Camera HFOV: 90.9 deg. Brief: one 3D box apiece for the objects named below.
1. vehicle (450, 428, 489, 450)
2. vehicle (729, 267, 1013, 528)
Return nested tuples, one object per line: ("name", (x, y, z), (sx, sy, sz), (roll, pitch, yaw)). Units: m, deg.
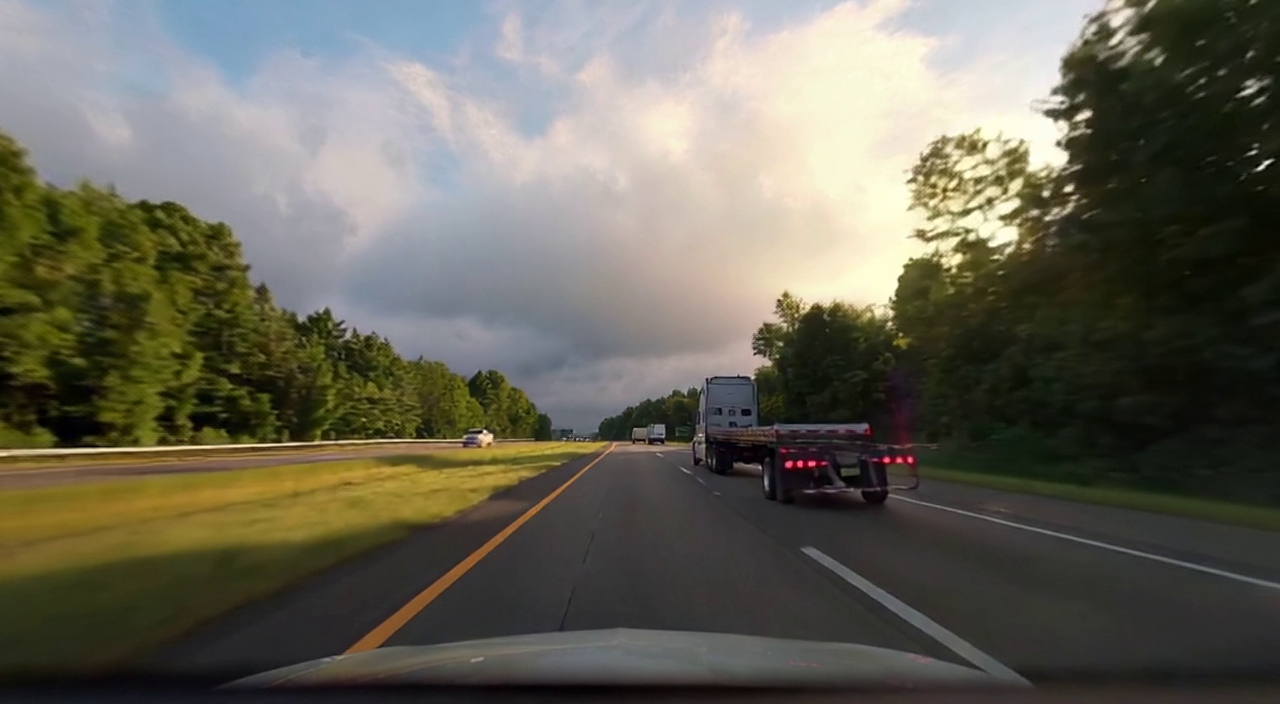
("vehicle", (-12.818, 6.587, 47.720), (1.885, 1.570, 4.173), (0, -8, -1))
("vehicle", (4.095, 1.207, 13.929), (2.861, 3.991, 8.583), (0, -8, -1))
